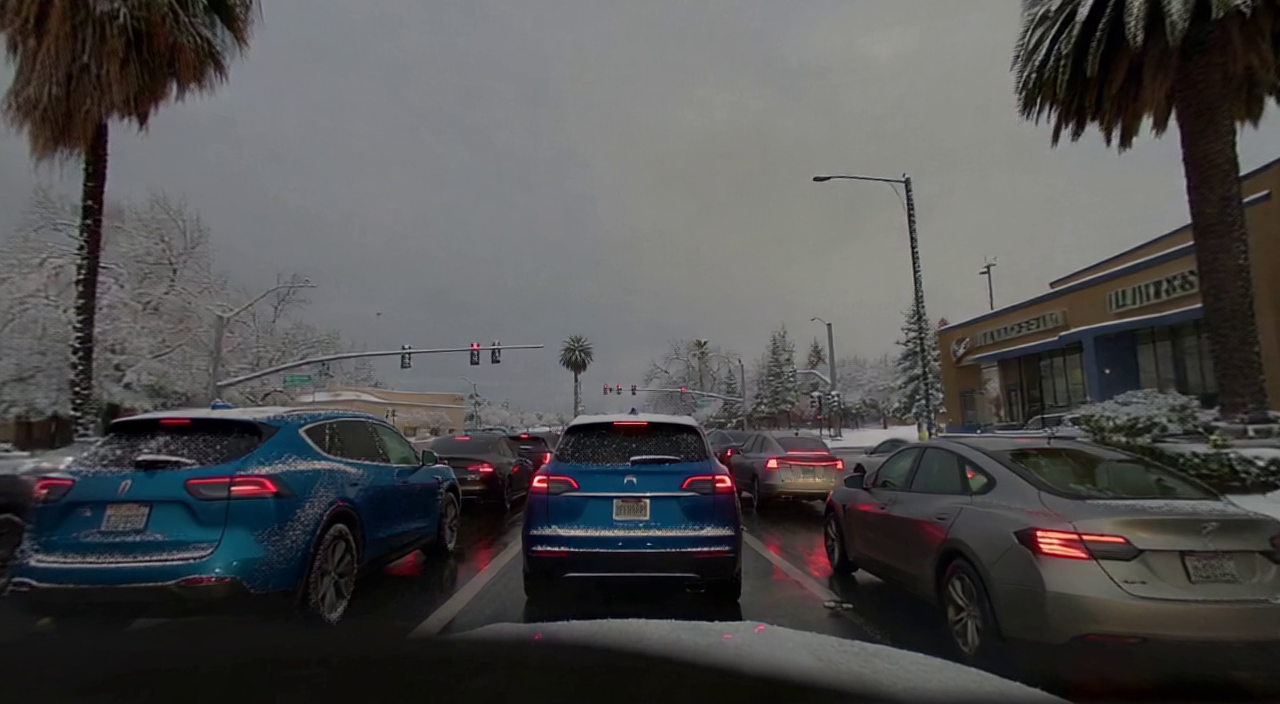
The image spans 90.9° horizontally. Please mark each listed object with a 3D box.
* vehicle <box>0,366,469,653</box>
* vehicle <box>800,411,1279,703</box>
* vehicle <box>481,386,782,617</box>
[{"bbox_3d":[-3.335,1.282,6.128,2.014,1.755,4.360,0,-8,1],"label":"vehicle"},{"bbox_3d":[2.974,1.367,5.244,2.017,1.491,4.611,0,-8,-1],"label":"vehicle"},{"bbox_3d":[-0.114,1.457,7.057,2.280,1.747,4.361,0,-8,-1],"label":"vehicle"}]
